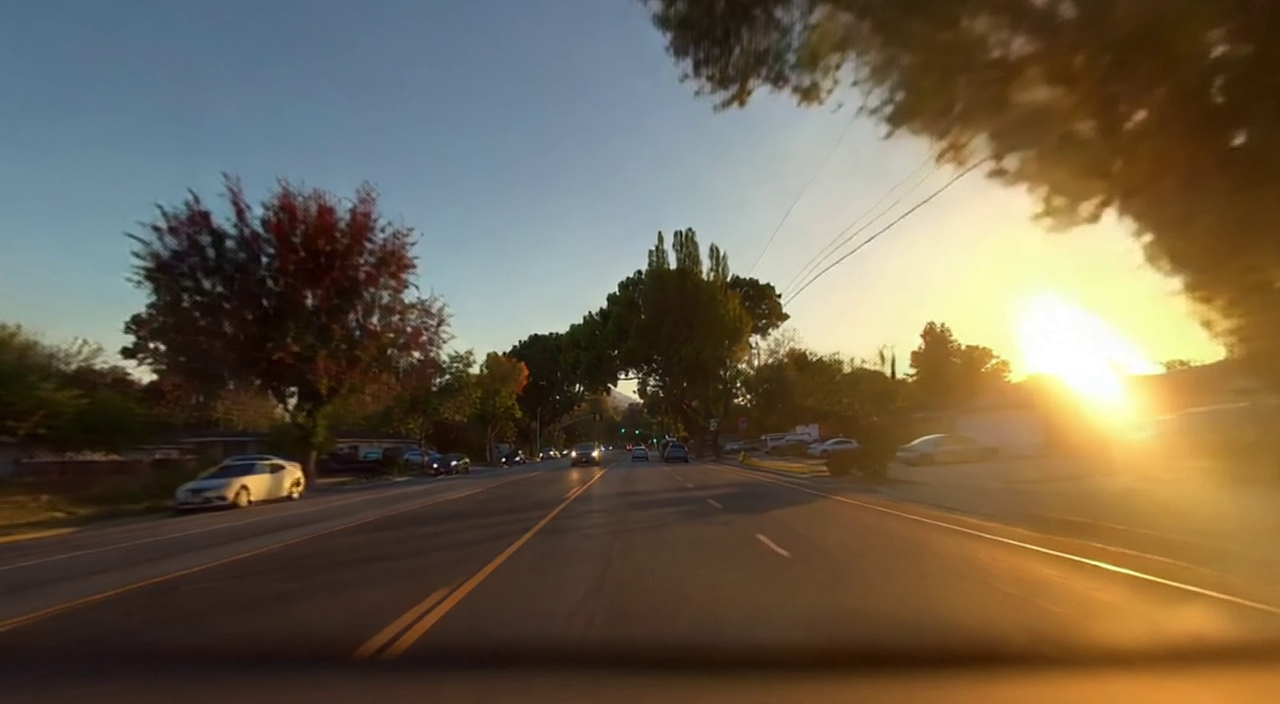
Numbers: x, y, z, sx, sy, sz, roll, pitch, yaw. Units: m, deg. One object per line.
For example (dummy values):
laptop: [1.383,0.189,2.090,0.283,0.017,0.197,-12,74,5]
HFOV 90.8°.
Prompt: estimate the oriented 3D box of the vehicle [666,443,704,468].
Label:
vehicle: [2.847,6.669,40.899,1.983,1.557,4.078,0,-8,-2]

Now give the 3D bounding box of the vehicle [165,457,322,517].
vehicle: [-11.466,3.891,18.697,1.851,1.459,4.295,0,-8,0]

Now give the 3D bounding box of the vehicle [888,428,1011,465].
vehicle: [12.994,3.990,26.720,4.237,1.476,1.743,0,-8,0]

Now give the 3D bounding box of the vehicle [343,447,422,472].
vehicle: [-18.992,7.922,46.741,4.837,1.808,2.176,0,-8,-1]

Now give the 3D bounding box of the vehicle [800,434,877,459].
vehicle: [12.428,5.958,39.740,4.183,1.516,1.884,-1,-8,3]

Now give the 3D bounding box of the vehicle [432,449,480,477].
vehicle: [-12.048,7.270,41.667,1.822,1.699,4.791,0,-8,-1]

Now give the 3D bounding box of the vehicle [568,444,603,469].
vehicle: [-3.858,7.402,45.041,2.076,1.688,4.284,0,-8,1]

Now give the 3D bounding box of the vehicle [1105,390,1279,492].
vehicle: [12.073,1.798,12.674,2.044,1.716,4.637,-1,-8,2]
